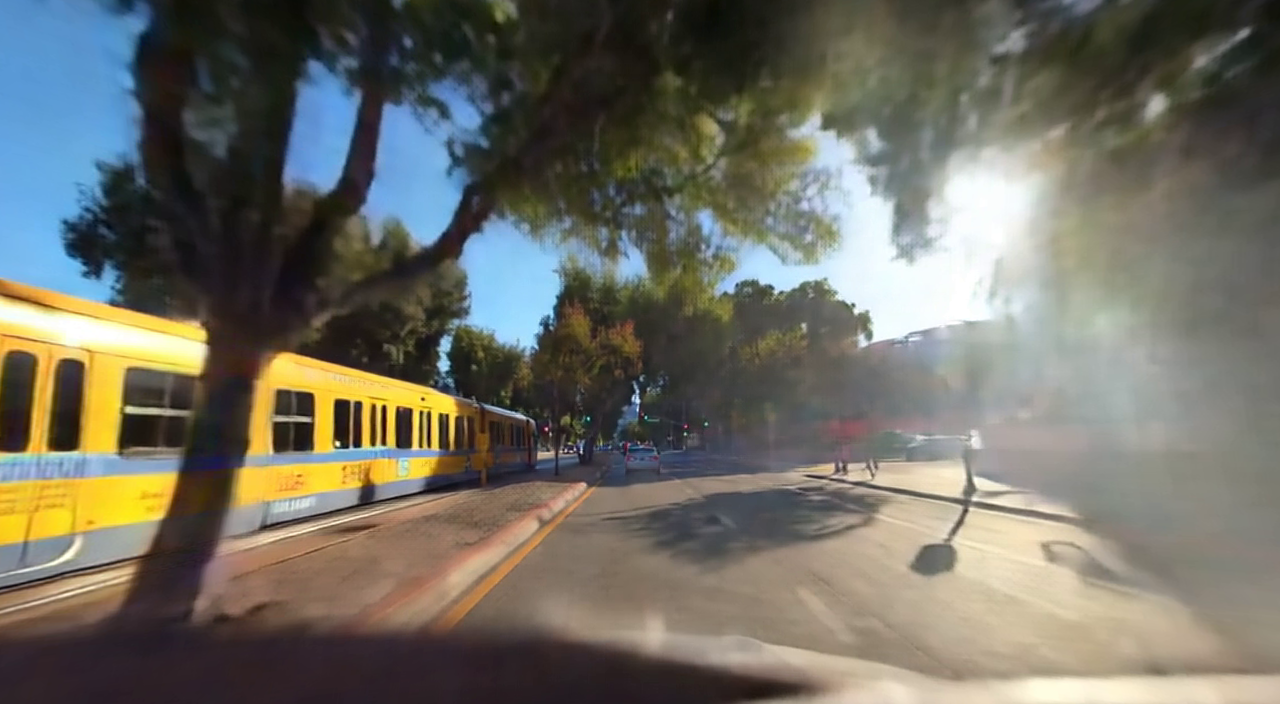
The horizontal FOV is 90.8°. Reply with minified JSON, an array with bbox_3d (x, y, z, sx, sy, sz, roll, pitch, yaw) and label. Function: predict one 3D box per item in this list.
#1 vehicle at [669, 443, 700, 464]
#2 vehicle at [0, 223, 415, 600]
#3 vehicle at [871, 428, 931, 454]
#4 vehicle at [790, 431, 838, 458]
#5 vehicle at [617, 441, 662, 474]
[{"bbox_3d":[3.199,7.368,46.079,1.944,1.447,4.392,0,-8,0],"label":"vehicle"},{"bbox_3d":[-7.794,1.157,10.944,2.897,3.700,13.528,0,-7,0],"label":"vehicle"},{"bbox_3d":[19.321,6.673,47.146,2.159,1.817,5.675,0,-9,1],"label":"vehicle"},{"bbox_3d":[13.110,7.033,47.948,2.145,1.911,5.581,0,-9,1],"label":"vehicle"},{"bbox_3d":[-0.034,5.074,30.675,2.002,1.471,4.337,0,-8,0],"label":"vehicle"}]
